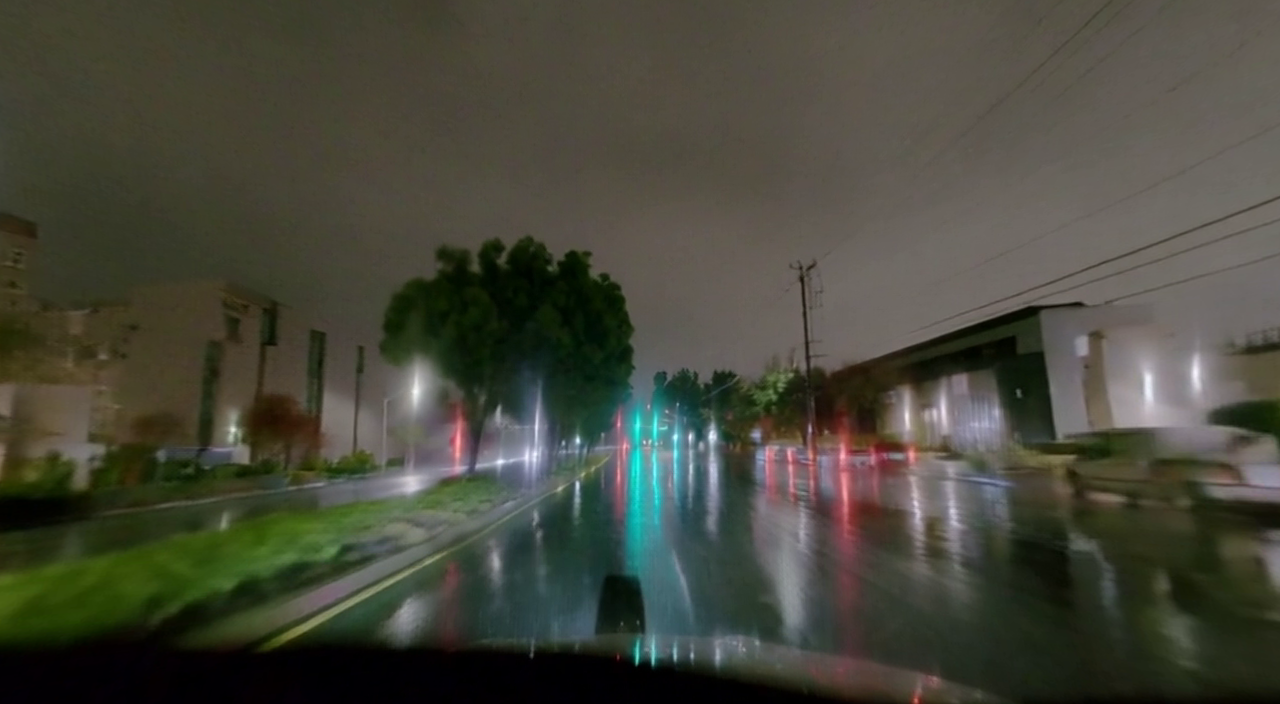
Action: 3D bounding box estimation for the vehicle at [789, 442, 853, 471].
[{"bbox_3d":[9.601,5.589,33.965,1.930,1.453,4.665,0,-9,-2],"label":"vehicle"}]

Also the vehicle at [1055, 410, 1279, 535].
[{"bbox_3d":[9.885,2.022,11.099,2.037,1.732,4.530,0,-9,0],"label":"vehicle"}]

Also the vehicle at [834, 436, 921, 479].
[{"bbox_3d":[9.806,4.386,26.478,1.970,1.610,4.247,0,-9,-1],"label":"vehicle"}]
